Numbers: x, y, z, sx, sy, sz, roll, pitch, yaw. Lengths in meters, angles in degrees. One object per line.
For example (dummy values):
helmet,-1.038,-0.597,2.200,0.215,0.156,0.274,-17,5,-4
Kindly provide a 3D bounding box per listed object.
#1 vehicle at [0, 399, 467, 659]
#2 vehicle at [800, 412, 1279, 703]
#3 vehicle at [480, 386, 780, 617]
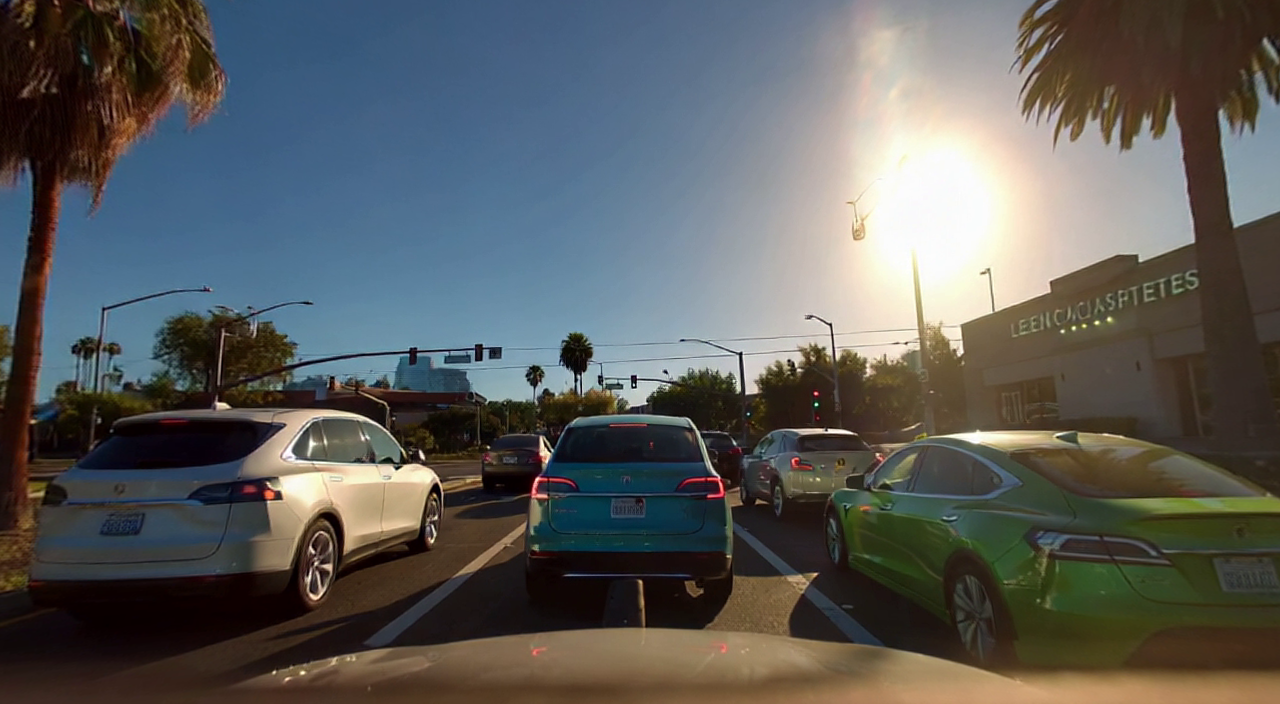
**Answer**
vehicle,-3.350,1.381,6.052,2.014,1.534,4.455,0,-8,1
vehicle,2.975,1.370,5.255,2.017,1.491,4.611,0,-8,-1
vehicle,-0.135,1.461,7.068,2.280,1.747,4.361,0,-8,-2
